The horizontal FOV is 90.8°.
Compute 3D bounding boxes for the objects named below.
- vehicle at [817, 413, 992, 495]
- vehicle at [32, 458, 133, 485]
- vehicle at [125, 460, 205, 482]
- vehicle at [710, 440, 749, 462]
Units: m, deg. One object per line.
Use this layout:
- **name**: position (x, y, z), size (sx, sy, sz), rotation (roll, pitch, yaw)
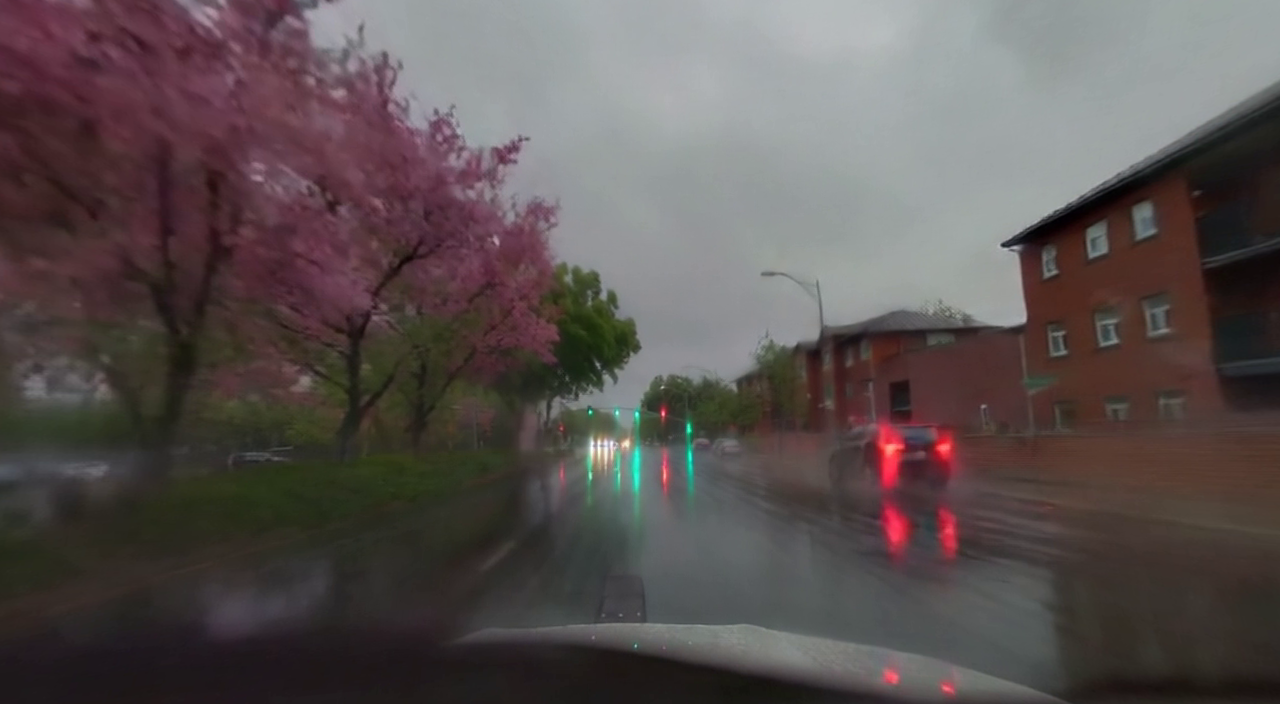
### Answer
- **vehicle**: position (6.921, 2.766, 17.411), size (2.450, 1.892, 5.107), rotation (0, -8, -2)
- **vehicle**: position (-34.225, 7.333, 38.866), size (4.207, 1.473, 1.821), rotation (1, -9, -11)
- **vehicle**: position (-33.991, 8.521, 45.341), size (4.077, 1.429, 1.997), rotation (2, -9, -17)
- **vehicle**: position (6.466, 7.221, 46.225), size (1.891, 1.456, 4.909), rotation (0, -8, -3)
